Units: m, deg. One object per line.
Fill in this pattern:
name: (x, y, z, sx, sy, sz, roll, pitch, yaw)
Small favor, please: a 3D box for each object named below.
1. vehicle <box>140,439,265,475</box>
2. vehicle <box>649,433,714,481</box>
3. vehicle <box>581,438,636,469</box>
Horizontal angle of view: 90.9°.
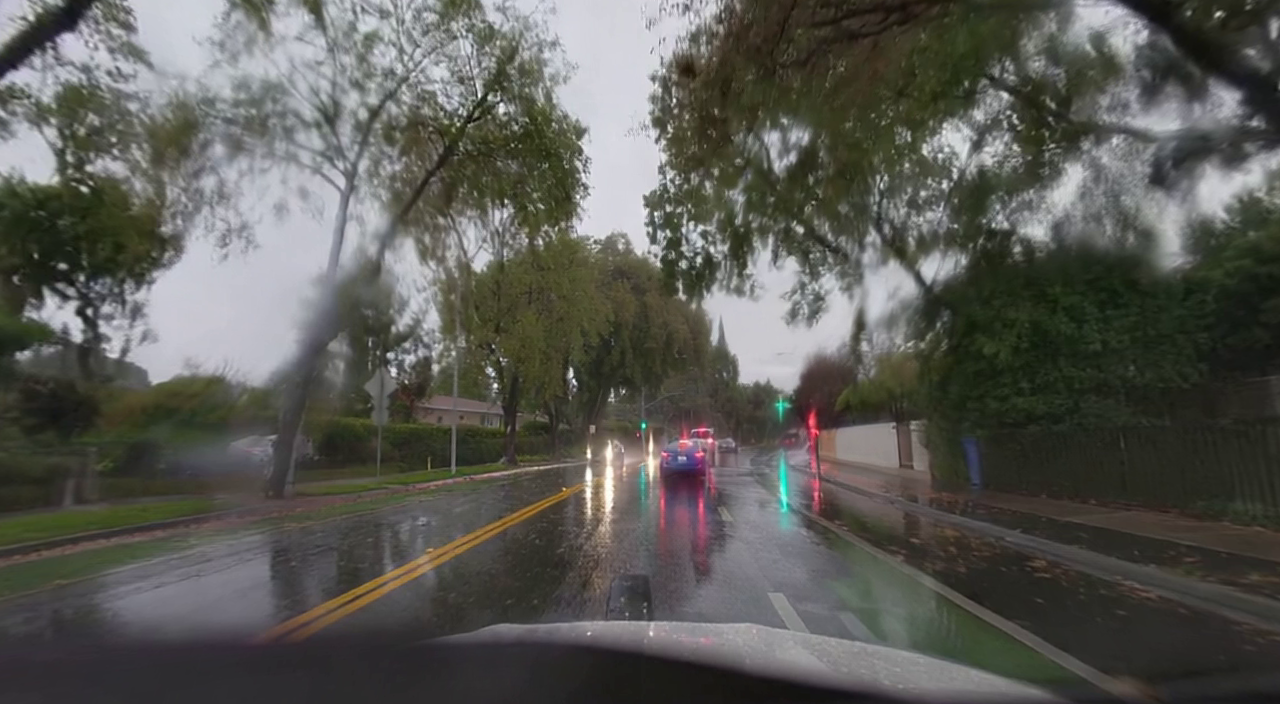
vehicle: (-19.433, 4.644, 28.250, 1.937, 1.450, 4.422, -1, -8, 10)
vehicle: (1.476, 3.645, 22.141, 2.070, 1.516, 3.936, -1, -8, 4)
vehicle: (-1.556, 5.293, 33.129, 1.961, 1.498, 4.401, -1, -8, 10)
